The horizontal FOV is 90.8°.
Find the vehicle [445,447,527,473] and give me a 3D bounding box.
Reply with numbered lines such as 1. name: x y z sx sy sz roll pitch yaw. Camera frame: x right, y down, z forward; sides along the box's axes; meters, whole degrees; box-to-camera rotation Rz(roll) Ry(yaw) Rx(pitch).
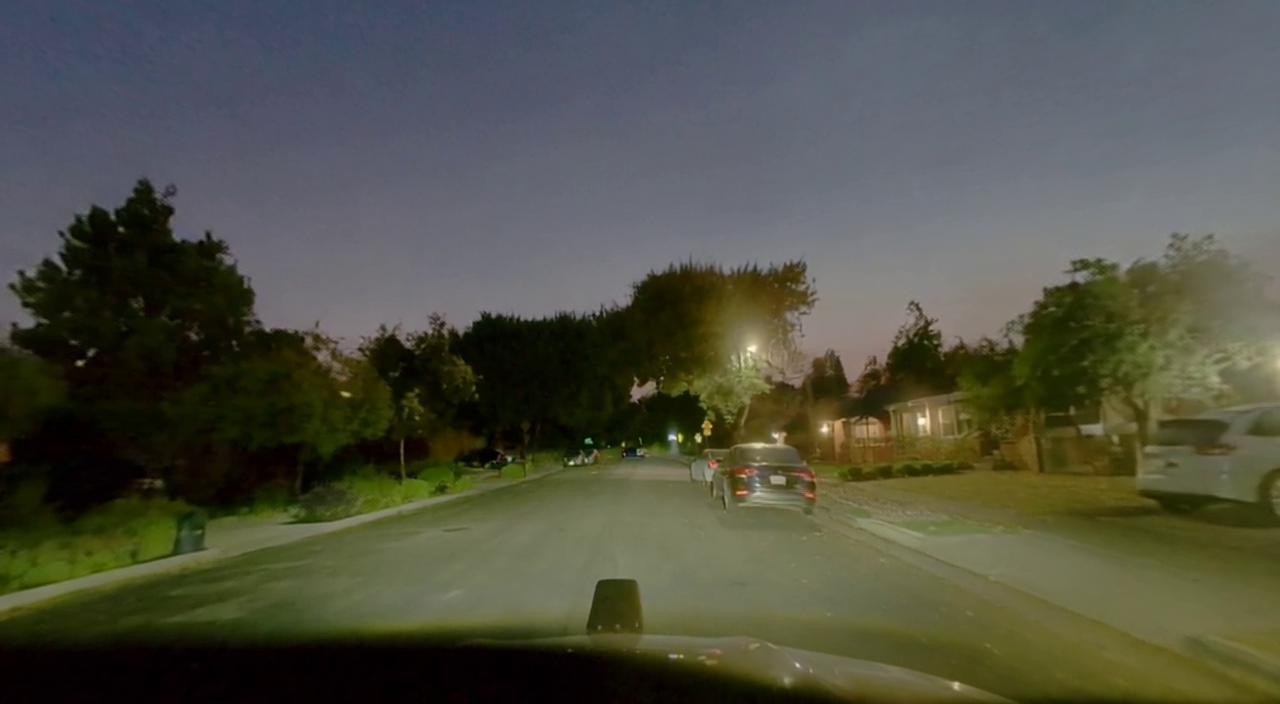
1. vehicle: -10.213 7.180 42.097 4.933 1.547 2.125 -1 -8 0

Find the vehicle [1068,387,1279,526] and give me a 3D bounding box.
1. vehicle: 9.064 1.427 8.843 4.643 1.700 1.972 0 -9 0

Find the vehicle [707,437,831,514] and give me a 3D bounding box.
1. vehicle: 2.748 2.739 14.560 2.022 1.483 4.565 0 -9 2

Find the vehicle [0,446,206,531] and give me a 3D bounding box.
1. vehicle: -11.256 2.582 12.297 4.118 1.492 1.902 0 -9 -2

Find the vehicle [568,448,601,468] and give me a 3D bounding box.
1. vehicle: -4.278 8.329 49.744 1.987 1.459 4.473 -1 -8 3
